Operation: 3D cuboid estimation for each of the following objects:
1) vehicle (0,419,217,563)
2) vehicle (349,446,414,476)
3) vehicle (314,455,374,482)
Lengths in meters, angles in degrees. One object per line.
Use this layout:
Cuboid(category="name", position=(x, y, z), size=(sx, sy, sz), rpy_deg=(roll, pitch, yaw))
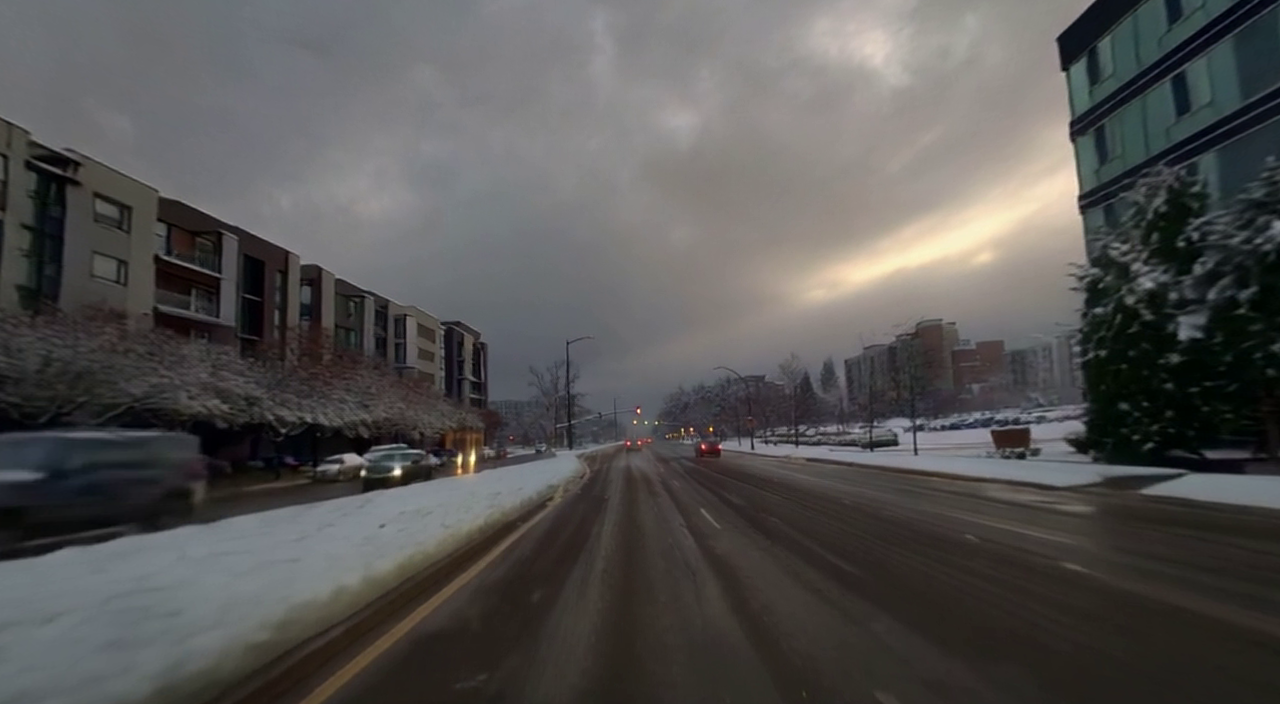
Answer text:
Cuboid(category="vehicle", position=(-8.990, 1.972, 9.472), size=(2.002, 1.780, 4.687), rpy_deg=(0, -9, 0))
Cuboid(category="vehicle", position=(-19.489, 8.244, 48.040), size=(2.373, 2.077, 6.457), rpy_deg=(0, -9, -2))
Cuboid(category="vehicle", position=(-19.332, 7.630, 41.488), size=(1.869, 1.606, 4.617), rpy_deg=(0, -9, -2))
